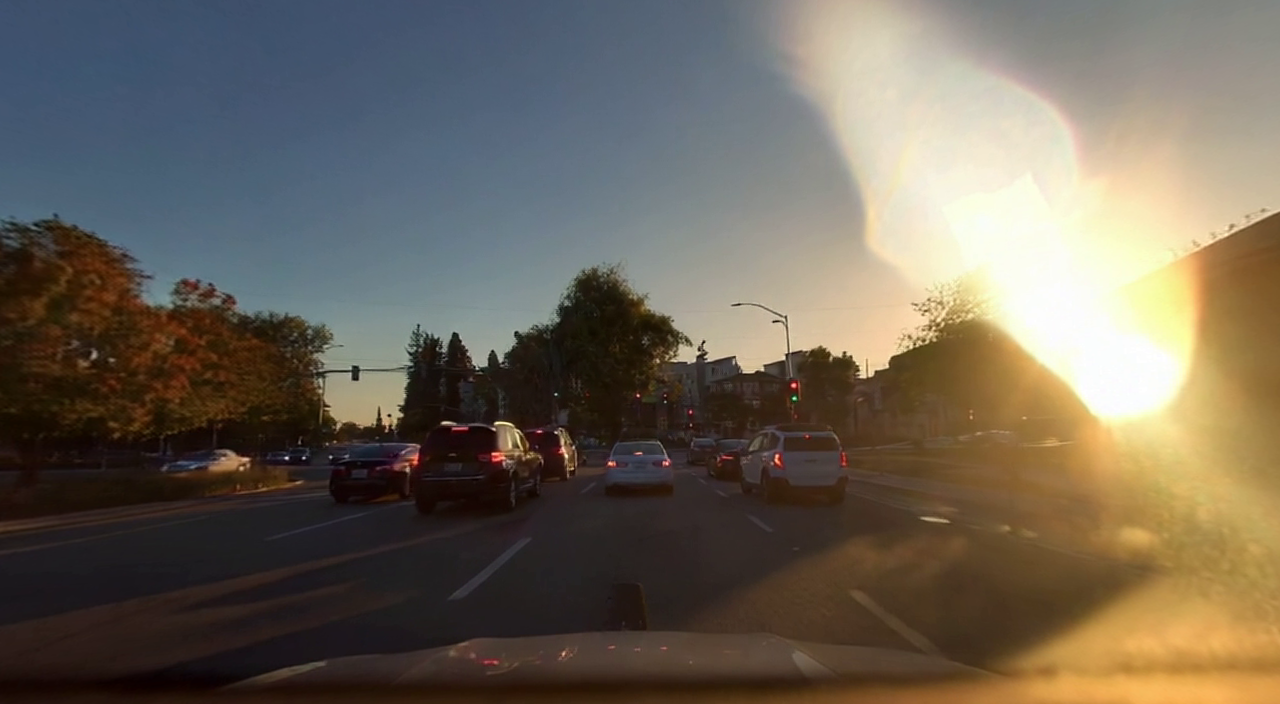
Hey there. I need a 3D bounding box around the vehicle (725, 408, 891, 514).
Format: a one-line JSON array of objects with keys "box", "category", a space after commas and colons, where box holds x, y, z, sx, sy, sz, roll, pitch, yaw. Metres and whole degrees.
[{"box": [3.276, 2.265, 13.454, 2.141, 1.833, 4.704, 0, -8, -2], "category": "vehicle"}]

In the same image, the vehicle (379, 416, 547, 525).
[{"box": [-3.117, 2.183, 12.084, 1.912, 1.703, 4.261, 0, -8, 1], "category": "vehicle"}]

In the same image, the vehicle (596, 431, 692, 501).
[{"box": [0.068, 2.694, 15.213, 2.021, 1.461, 3.862, 0, -8, -1], "category": "vehicle"}]

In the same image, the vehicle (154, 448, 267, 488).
[{"box": [-21.526, 5.782, 31.855, 2.219, 1.786, 5.705, 1, -8, -6], "category": "vehicle"}]

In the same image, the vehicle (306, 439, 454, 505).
[{"box": [-6.533, 3.036, 16.435, 1.926, 1.465, 4.620, 0, -8, 0], "category": "vehicle"}]
